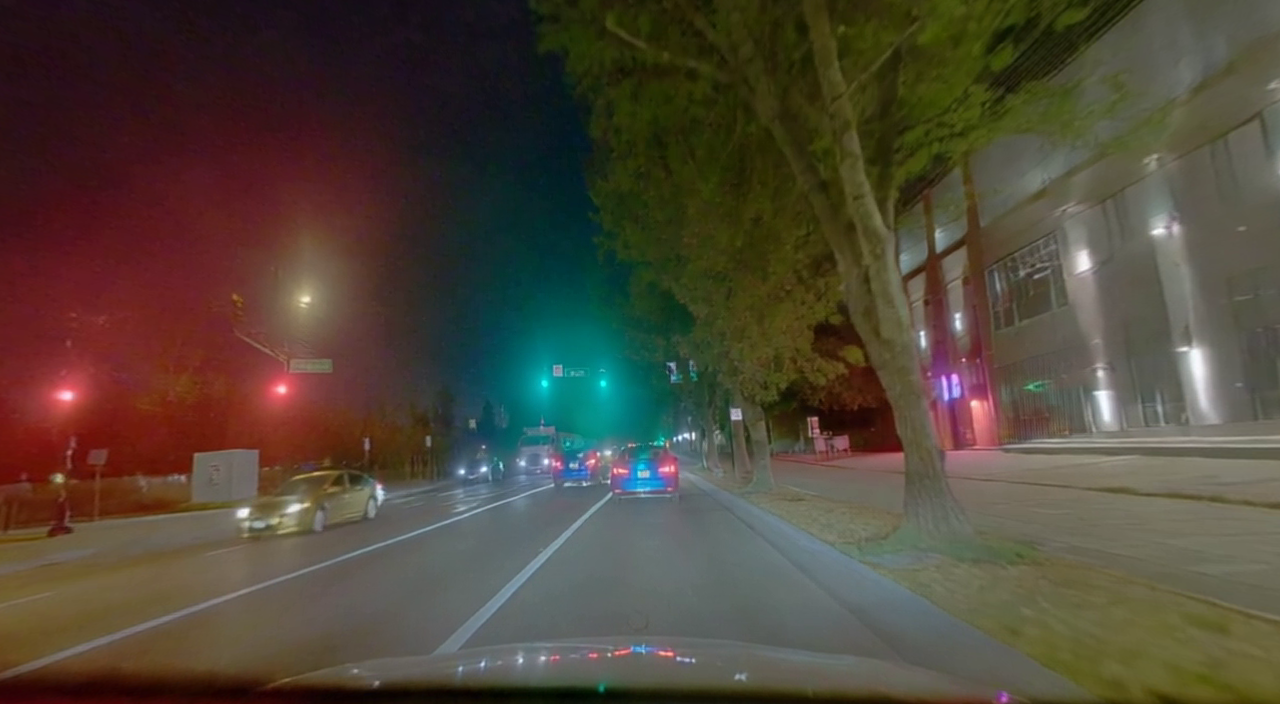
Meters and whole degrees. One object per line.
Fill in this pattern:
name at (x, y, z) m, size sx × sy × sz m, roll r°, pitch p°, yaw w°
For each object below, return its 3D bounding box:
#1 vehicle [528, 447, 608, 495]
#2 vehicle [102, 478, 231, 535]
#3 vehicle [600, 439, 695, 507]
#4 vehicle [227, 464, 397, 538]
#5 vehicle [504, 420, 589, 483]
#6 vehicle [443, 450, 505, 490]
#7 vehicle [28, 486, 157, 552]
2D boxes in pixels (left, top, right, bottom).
vehicle at (-2.328, 4.020, 21.751) m, size 2.099 × 1.424 × 4.843 m, roll -1°, pitch -8°, yaw 1°
vehicle at (-17.092, 5.567, 22.742) m, size 4.266 × 1.486 × 1.907 m, roll -13°, pitch -15°, yaw 25°
vehicle at (0.185, 2.980, 15.995) m, size 2.094 × 1.478 × 3.922 m, roll 0°, pitch -8°, yaw 1°
vehicle at (-8.589, 3.901, 17.112) m, size 2.118 × 1.473 × 4.642 m, roll -3°, pitch -9°, yaw 1°
vehicle at (-5.339, 5.906, 37.522) m, size 2.795 × 3.160 × 8.321 m, roll -4°, pitch -9°, yaw 7°
vehicle at (-8.793, 6.255, 33.762) m, size 2.067 × 1.820 × 4.509 m, roll -3°, pitch -9°, yaw 1°
vehicle at (-17.437, 5.184, 19.999) m, size 4.584 × 1.504 × 2.124 m, roll -7°, pitch -10°, yaw 37°
